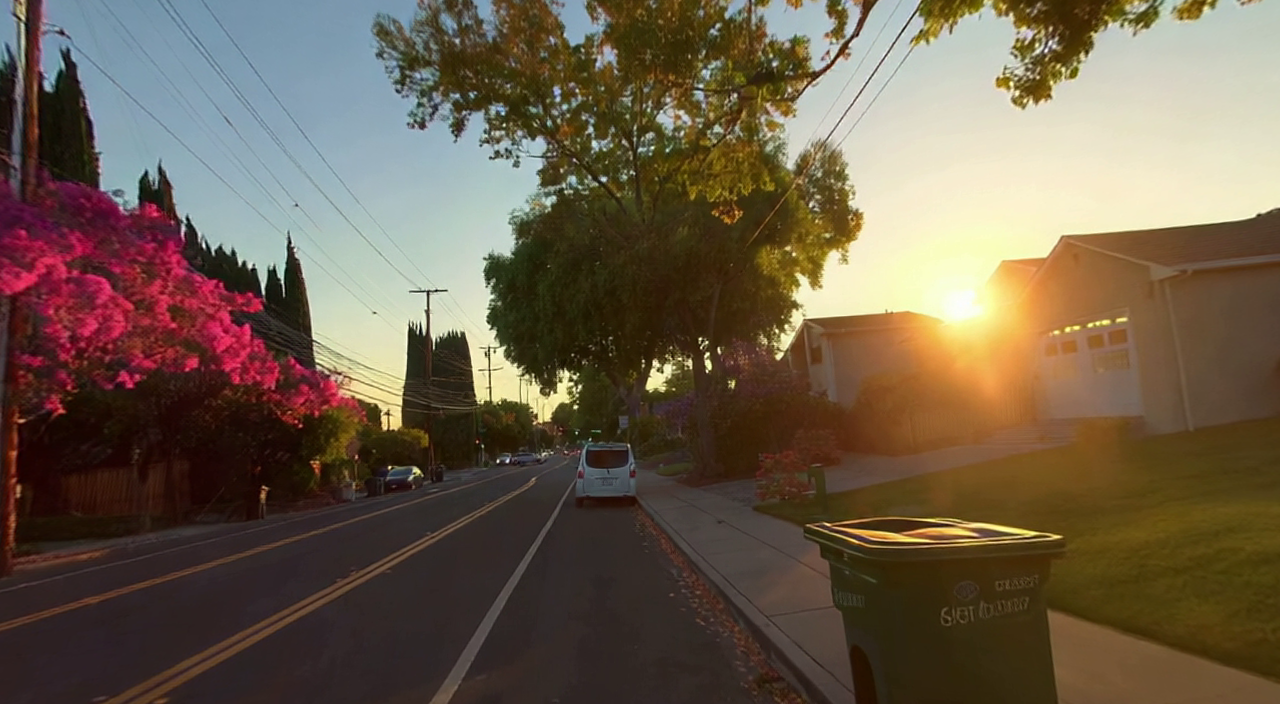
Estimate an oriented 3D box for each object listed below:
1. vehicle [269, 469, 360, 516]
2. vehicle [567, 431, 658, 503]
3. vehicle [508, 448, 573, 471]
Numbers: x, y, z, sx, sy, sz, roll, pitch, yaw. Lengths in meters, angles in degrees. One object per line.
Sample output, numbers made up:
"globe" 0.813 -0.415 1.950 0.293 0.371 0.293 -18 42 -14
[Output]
"vehicle" -13.758 5.921 26.979 1.982 1.660 4.142 1 -8 -6
"vehicle" -0.825 3.079 17.388 2.190 1.708 4.115 0 -8 -4
"vehicle" -7.766 8.333 49.199 4.723 1.679 2.218 2 -9 -18
